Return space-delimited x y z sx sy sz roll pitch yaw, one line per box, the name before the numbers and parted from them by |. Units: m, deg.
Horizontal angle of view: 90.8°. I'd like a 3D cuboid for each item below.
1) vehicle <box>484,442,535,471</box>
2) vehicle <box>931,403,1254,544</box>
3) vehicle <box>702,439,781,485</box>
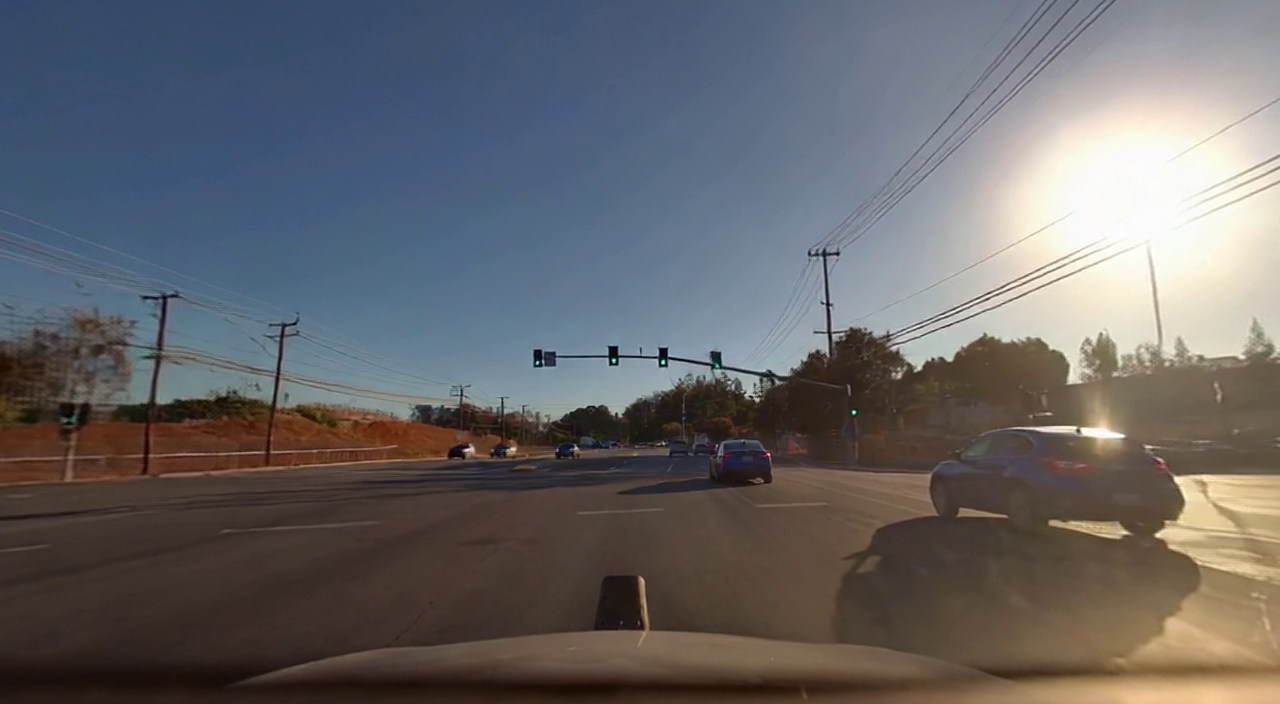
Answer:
vehicle | -8.023 6.480 39.342 1.933 1.502 4.946 -3 -7 2
vehicle | 6.886 1.886 10.424 2.029 1.795 4.371 0 -8 0
vehicle | 3.428 3.802 22.224 2.035 1.460 4.392 0 -8 0
